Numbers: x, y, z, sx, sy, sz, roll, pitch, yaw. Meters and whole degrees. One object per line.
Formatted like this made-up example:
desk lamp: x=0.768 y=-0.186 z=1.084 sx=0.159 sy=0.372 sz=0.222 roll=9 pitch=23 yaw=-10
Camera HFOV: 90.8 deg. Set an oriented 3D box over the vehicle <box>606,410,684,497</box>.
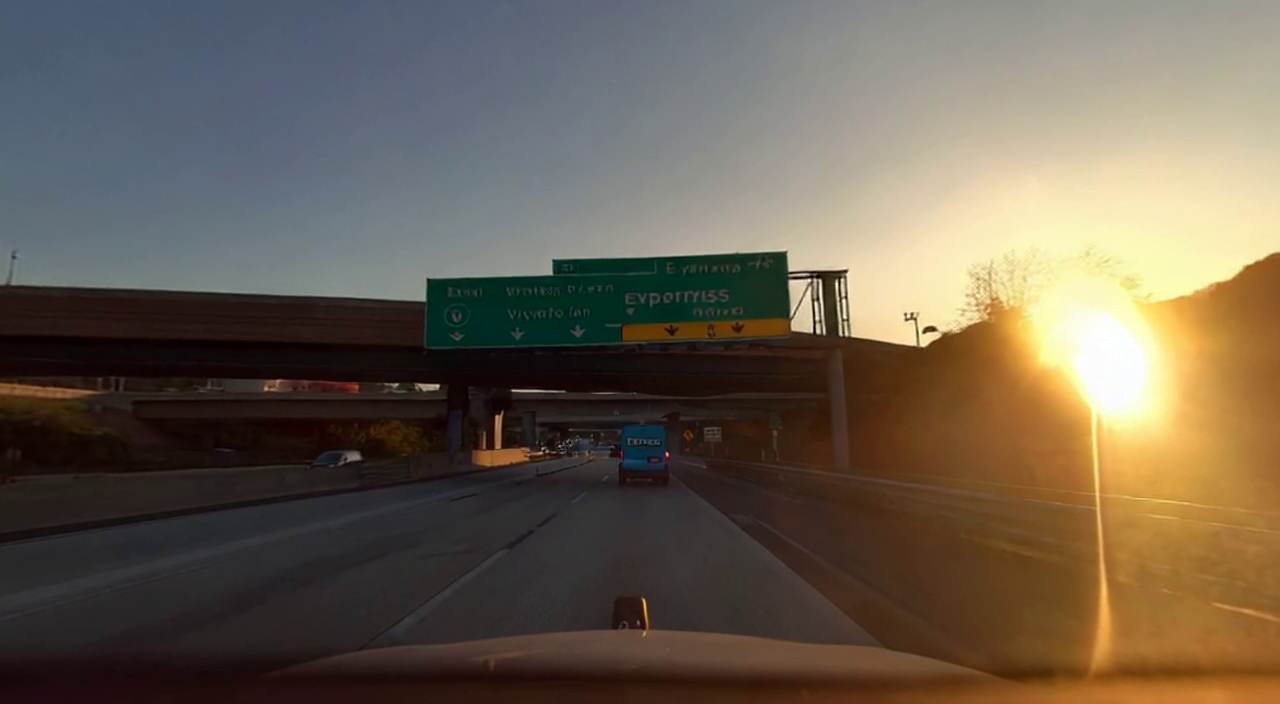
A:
vehicle: x=0.065 y=3.437 z=21.568 sx=2.332 sy=2.558 sz=5.314 roll=0 pitch=-9 yaw=-2
